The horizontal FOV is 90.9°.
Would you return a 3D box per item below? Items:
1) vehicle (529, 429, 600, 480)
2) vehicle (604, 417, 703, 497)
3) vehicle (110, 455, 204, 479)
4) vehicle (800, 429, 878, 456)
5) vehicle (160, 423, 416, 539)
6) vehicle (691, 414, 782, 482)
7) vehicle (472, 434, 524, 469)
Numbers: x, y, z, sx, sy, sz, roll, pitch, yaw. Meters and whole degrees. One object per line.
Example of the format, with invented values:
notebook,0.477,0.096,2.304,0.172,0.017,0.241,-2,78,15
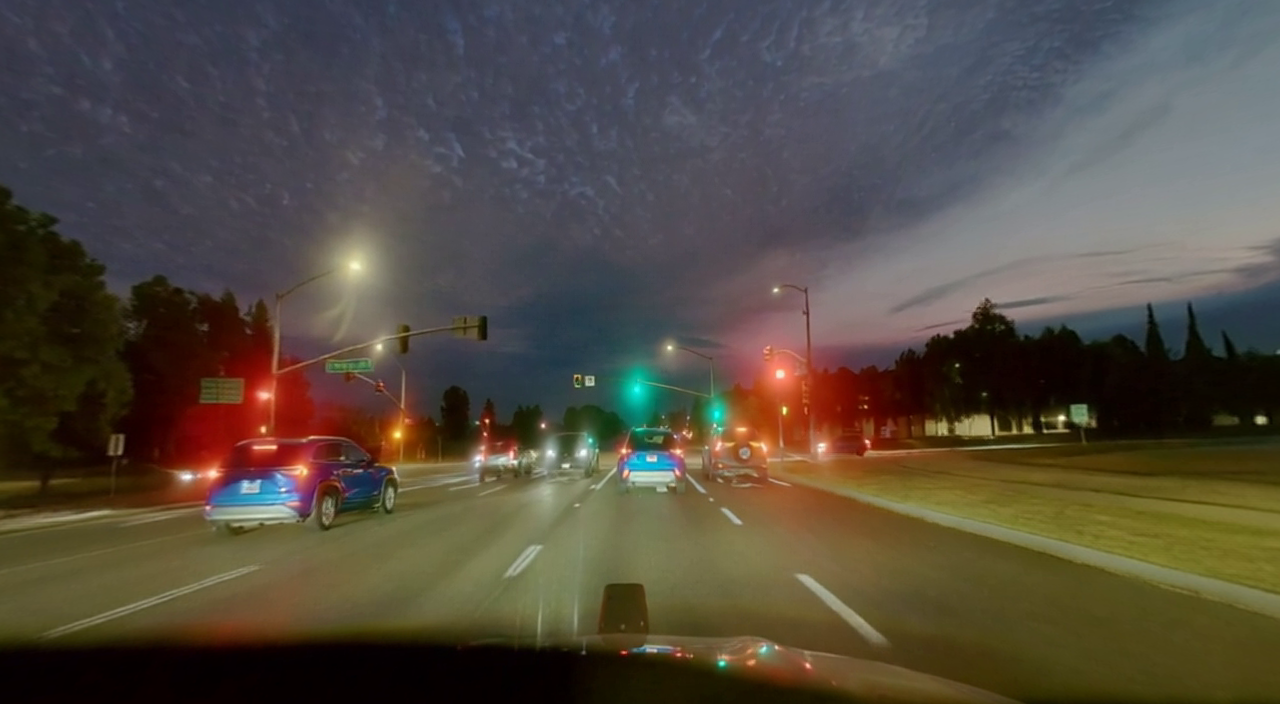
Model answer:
vehicle,-2.671,3.764,23.344,2.058,1.659,4.514,0,-8,0
vehicle,0.293,2.685,16.378,2.235,1.778,4.178,0,-8,0
vehicle,-31.998,7.623,41.837,4.554,1.449,1.949,0,-8,0
vehicle,14.410,6.583,45.788,4.983,1.560,1.841,-4,-8,0
vehicle,-5.951,2.219,11.493,2.052,1.664,4.476,0,-8,0
vehicle,3.218,3.405,22.490,2.338,2.063,5.672,0,-8,0
vehicle,-7.912,5.450,34.721,2.108,1.689,4.316,1,-8,-22
